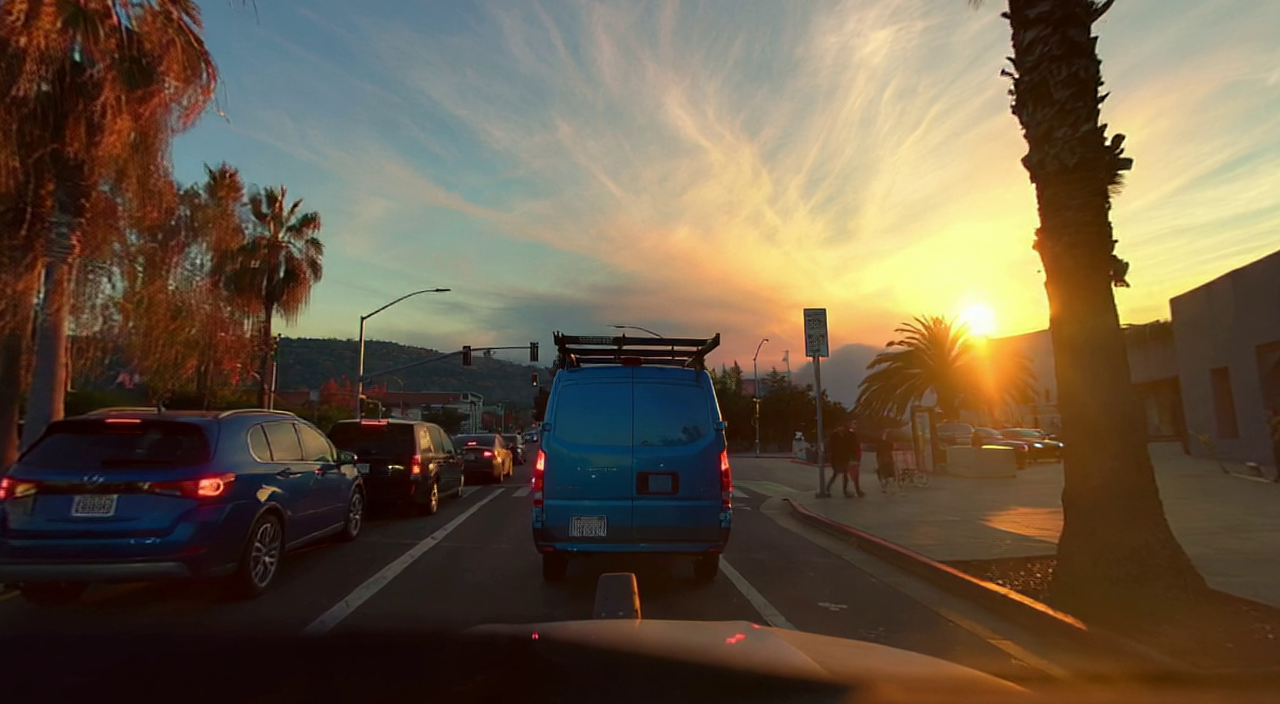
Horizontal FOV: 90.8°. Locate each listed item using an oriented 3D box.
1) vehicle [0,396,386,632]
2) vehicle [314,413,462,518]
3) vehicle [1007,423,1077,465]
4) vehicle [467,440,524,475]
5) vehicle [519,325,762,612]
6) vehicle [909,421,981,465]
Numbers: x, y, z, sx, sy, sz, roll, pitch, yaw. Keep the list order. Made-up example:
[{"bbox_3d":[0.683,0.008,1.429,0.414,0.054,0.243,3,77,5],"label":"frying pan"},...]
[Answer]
[{"bbox_3d":[-4.390,1.465,6.666,1.986,1.643,4.315,1,-9,-6],"label":"vehicle"},{"bbox_3d":[-5.216,2.411,13.890,2.089,1.854,5.022,2,-9,-11],"label":"vehicle"},{"bbox_3d":[15.790,3.617,24.721,2.048,1.475,3.972,-6,-10,34],"label":"vehicle"},{"bbox_3d":[-6.844,4.891,29.577,1.818,1.479,4.428,4,-9,-22],"label":"vehicle"},{"bbox_3d":[-0.199,1.216,7.186,1.902,2.238,4.263,1,-9,-6],"label":"vehicle"},{"bbox_3d":[12.637,3.762,26.044,2.046,1.675,3.924,-6,-10,33],"label":"vehicle"}]
